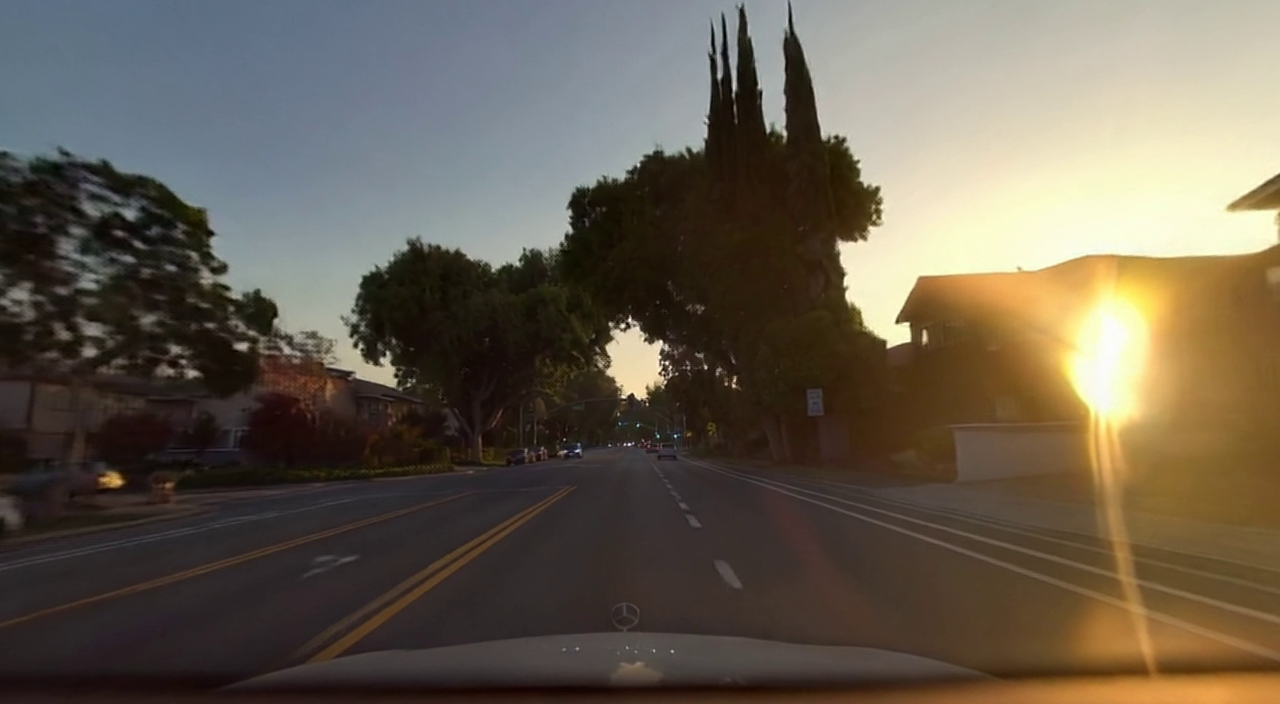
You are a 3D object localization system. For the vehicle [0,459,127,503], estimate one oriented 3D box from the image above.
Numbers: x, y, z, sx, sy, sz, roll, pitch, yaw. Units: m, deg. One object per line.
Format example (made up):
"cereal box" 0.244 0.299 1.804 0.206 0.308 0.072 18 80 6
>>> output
"vehicle" -26.726 5.798 28.611 4.924 1.844 2.113 0 -9 -2
